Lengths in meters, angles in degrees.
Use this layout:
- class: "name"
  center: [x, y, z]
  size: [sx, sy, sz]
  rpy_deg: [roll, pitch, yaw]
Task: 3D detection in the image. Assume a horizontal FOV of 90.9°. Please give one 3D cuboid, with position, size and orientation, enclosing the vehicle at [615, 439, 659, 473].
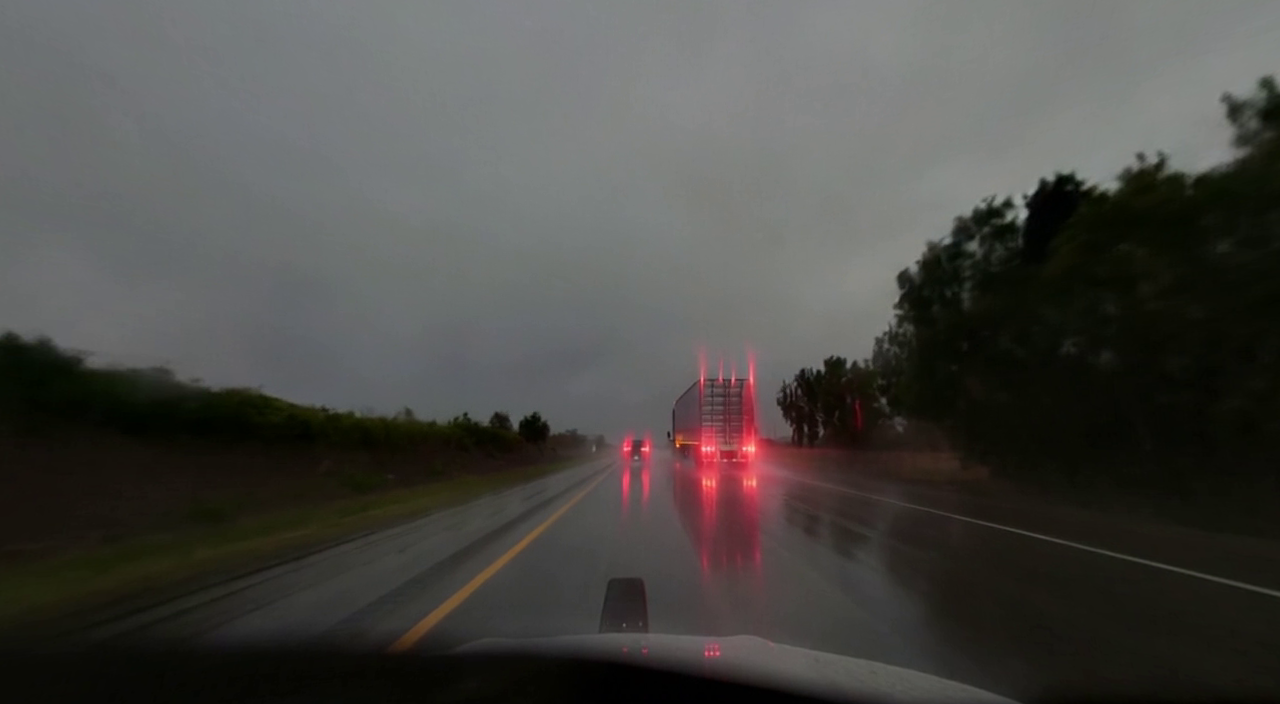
- class: "vehicle"
  center: [-0.168, 5.004, 30.515]
  size: [1.968, 1.515, 4.025]
  rpy_deg: [0, -8, -1]

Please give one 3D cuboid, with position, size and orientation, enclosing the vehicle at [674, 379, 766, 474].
- class: "vehicle"
  center: [3.911, 4.449, 35.701]
  size: [2.929, 4.158, 15.921]
  rpy_deg: [0, -8, -1]
